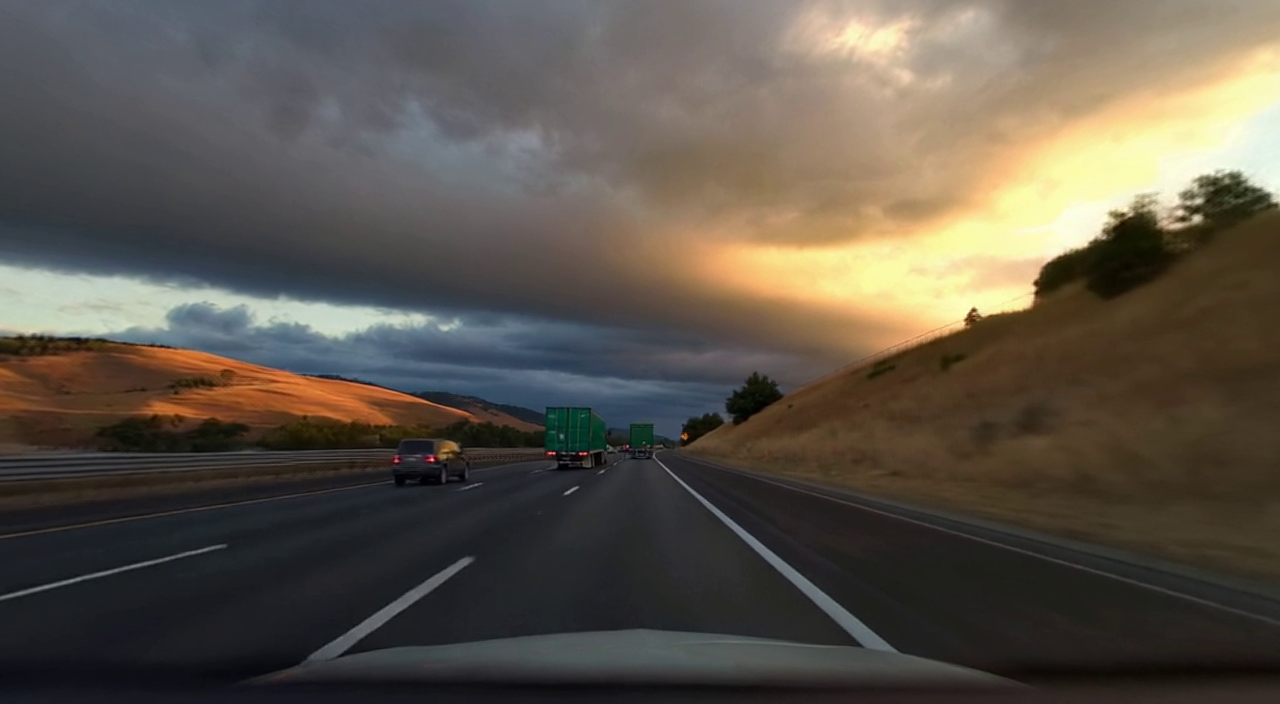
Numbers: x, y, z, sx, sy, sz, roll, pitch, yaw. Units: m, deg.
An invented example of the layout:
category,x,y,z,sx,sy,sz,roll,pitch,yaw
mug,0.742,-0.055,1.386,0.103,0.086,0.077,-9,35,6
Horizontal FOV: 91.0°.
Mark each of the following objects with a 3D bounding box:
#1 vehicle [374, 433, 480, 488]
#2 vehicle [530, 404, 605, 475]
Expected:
category,x,y,z,sx,sy,sz,roll,pitch,yaw
vehicle,-7.531,3.884,22.849,2.125,1.725,4.715,1,-9,1
vehicle,-3.655,4.892,34.779,2.789,3.271,10.894,1,-9,0
